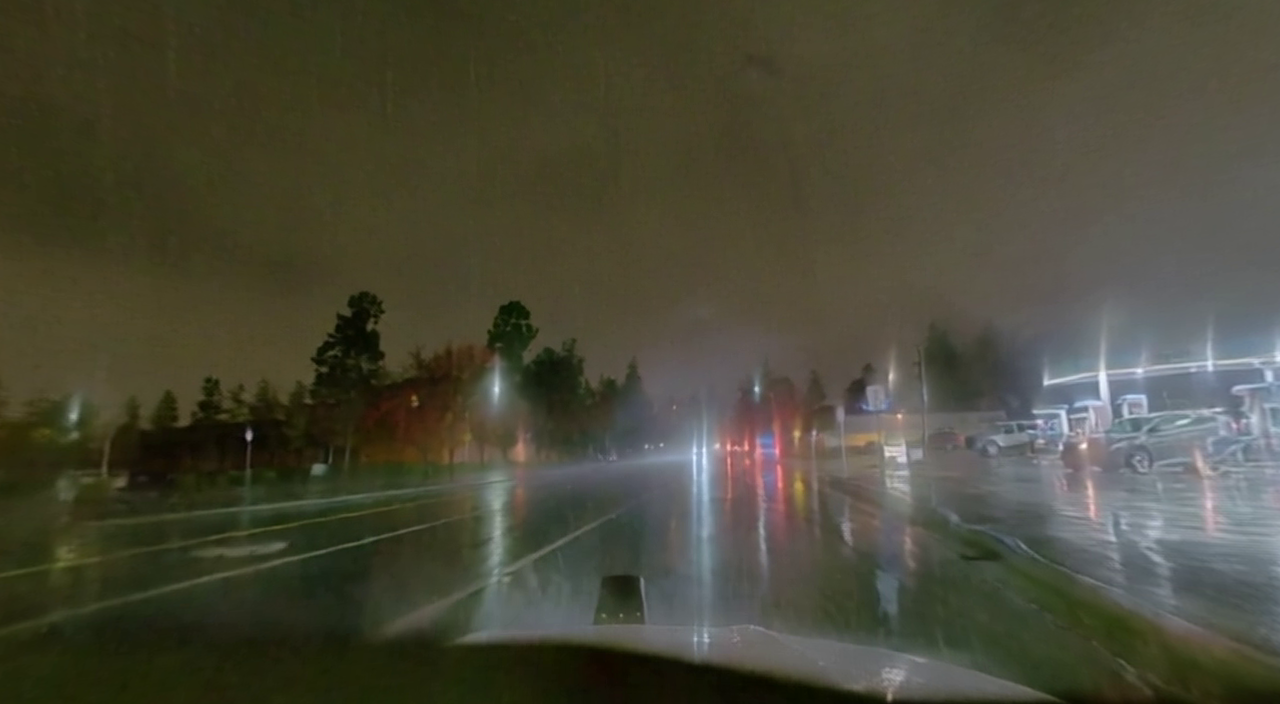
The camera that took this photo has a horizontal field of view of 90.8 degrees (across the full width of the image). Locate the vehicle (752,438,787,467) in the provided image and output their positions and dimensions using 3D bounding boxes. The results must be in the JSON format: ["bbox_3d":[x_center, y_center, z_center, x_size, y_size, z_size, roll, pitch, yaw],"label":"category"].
[{"bbox_3d":[9.016,7.025,44.367,2.194,1.896,5.049,-2,-9,10],"label":"vehicle"}]

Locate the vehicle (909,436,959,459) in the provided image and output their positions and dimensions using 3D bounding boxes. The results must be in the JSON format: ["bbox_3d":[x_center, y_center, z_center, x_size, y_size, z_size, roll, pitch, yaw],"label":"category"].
[{"bbox_3d":[19.418,6.356,41.884,1.919,1.411,4.440,-2,-9,10],"label":"vehicle"}]

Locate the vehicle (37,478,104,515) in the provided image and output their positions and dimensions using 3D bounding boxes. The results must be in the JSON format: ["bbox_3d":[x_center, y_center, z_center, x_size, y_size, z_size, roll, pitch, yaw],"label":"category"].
[{"bbox_3d":[-27.400,6.878,30.355,4.672,1.460,1.837,-9,-12,42],"label":"vehicle"}]
